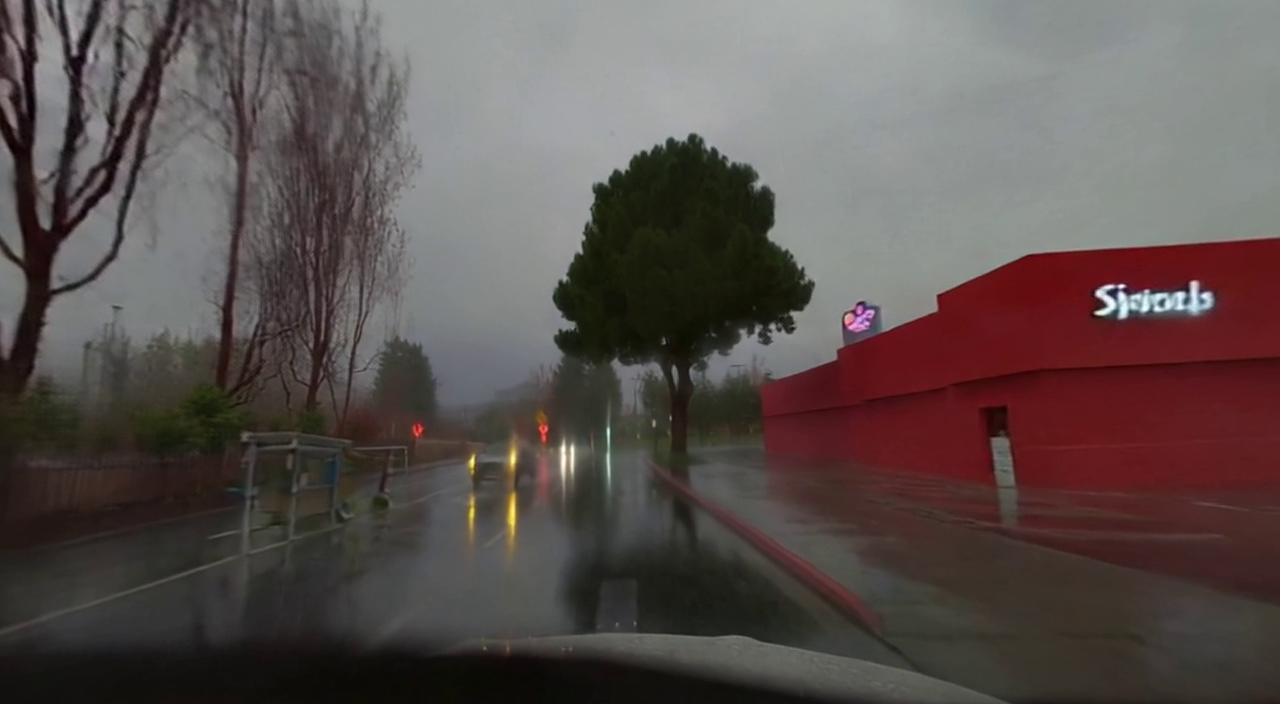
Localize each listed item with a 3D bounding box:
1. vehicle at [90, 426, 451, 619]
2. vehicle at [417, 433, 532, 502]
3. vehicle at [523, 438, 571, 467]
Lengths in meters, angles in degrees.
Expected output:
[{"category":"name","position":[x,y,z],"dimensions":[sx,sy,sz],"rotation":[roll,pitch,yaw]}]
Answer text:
[{"category":"vehicle","position":[-3.643,1.669,7.260],"dimensions":[1.768,1.539,4.147],"rotation":[0,-8,-2]},{"category":"vehicle","position":[-4.001,2.820,15.969],"dimensions":[1.853,1.478,4.381],"rotation":[0,-8,-2]},{"category":"vehicle","position":[-4.852,5.297,33.410],"dimensions":[1.962,1.424,4.289],"rotation":[0,-8,-1]}]
